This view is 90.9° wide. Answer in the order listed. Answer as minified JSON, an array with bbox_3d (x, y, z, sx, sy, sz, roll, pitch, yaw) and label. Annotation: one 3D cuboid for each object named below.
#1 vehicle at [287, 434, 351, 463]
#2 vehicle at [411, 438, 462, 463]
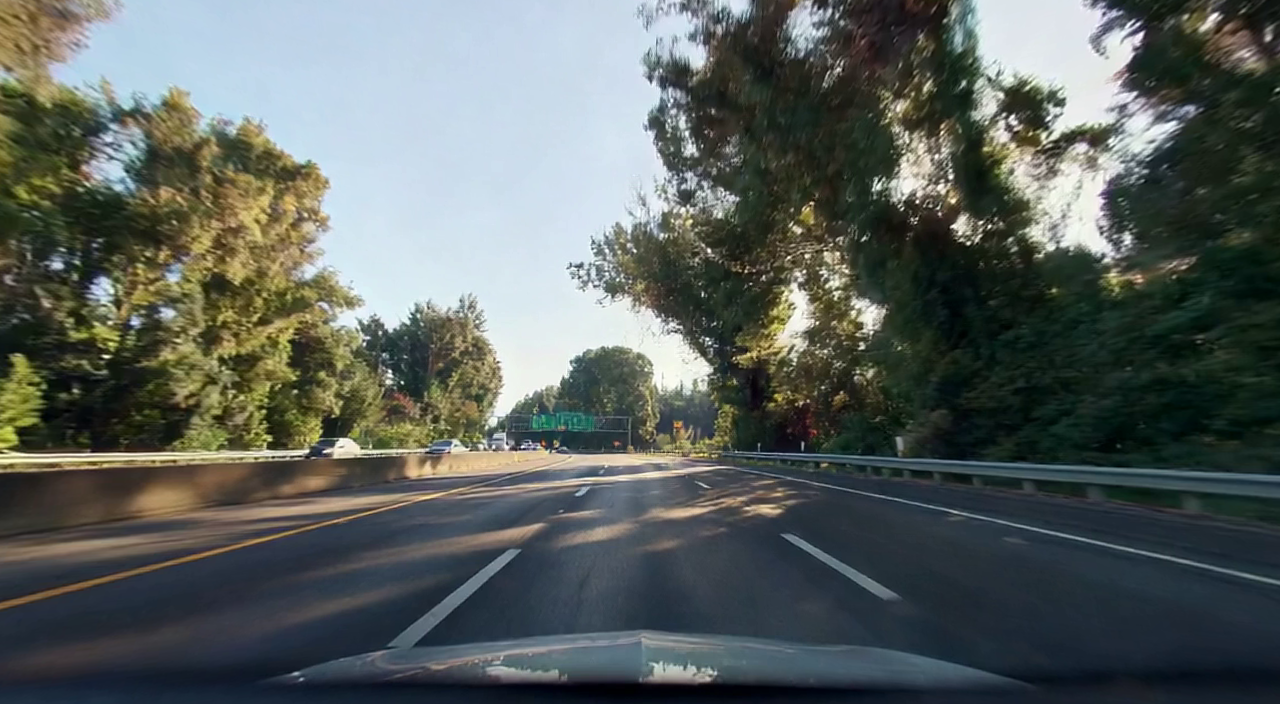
[{"bbox_3d":[-20.743,6.271,40.962,2.009,1.725,4.195,0,-9,-2],"label":"vehicle"},{"bbox_3d":[-13.096,6.395,40.822,1.949,1.501,4.455,0,-9,-1],"label":"vehicle"}]
